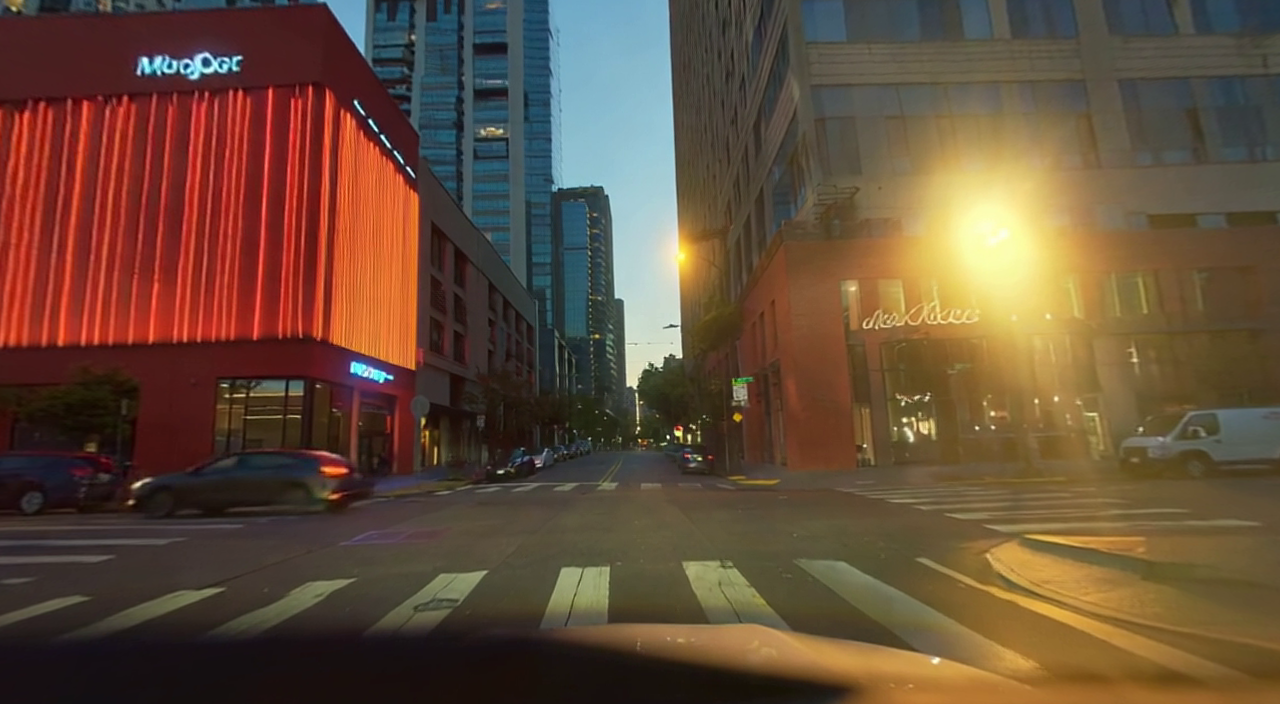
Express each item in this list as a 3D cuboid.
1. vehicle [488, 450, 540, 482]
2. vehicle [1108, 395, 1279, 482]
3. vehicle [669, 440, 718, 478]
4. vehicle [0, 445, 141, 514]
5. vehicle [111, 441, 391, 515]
[{"bbox_3d":[-6.157,5.569,31.209,1.864,1.447,3.887,0,-9,-2],"label":"vehicle"},{"bbox_3d":[18.572,2.750,20.085,5.384,2.586,2.358,0,-9,0],"label":"vehicle"},{"bbox_3d":[2.459,5.059,30.123,1.917,1.680,4.500,0,-9,-1],"label":"vehicle"},{"bbox_3d":[-16.110,3.242,16.312,4.558,1.635,2.008,1,-9,-6],"label":"vehicle"},{"bbox_3d":[-8.469,2.774,14.259,4.877,1.482,2.041,1,-9,-7],"label":"vehicle"}]
